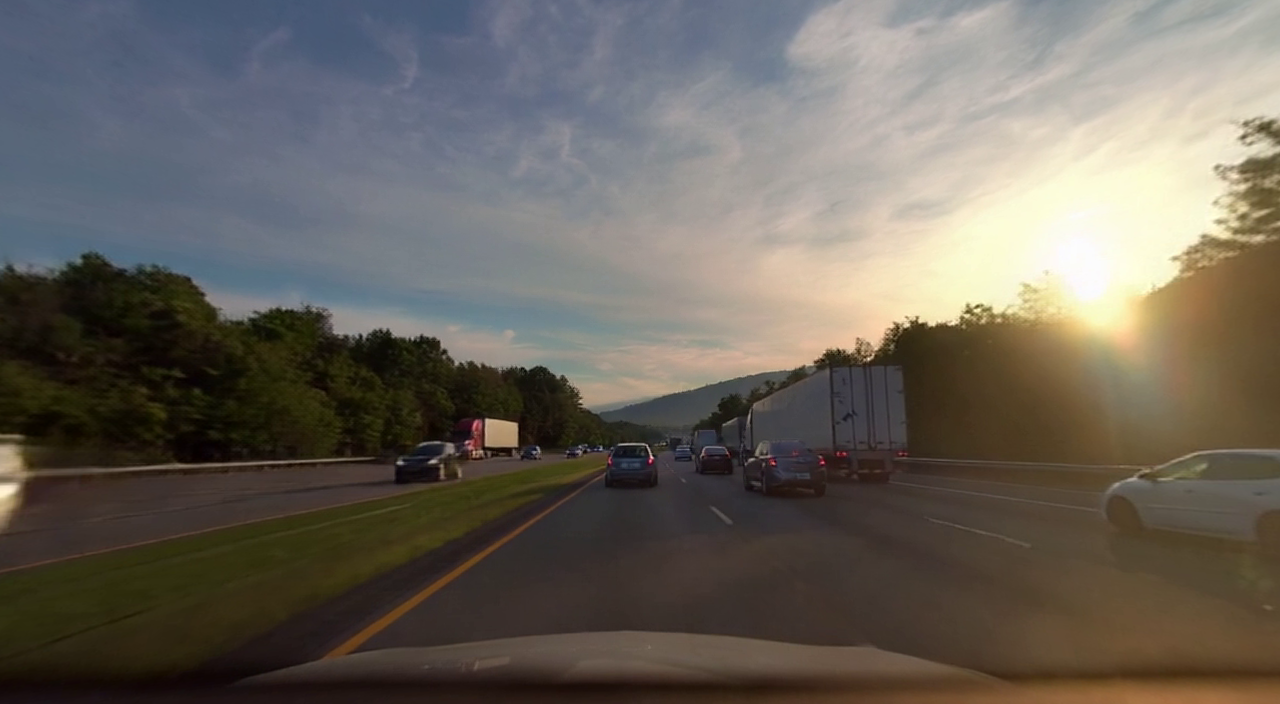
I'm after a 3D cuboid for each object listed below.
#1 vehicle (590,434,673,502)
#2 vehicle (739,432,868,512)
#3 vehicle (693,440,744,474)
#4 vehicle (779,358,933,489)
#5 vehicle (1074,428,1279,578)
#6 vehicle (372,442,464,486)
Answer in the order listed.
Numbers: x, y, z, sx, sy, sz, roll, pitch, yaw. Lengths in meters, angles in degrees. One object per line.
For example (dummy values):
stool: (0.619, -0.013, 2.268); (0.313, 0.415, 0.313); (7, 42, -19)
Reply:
vehicle: (-0.169, 3.116, 17.268); (2.023, 1.618, 3.628); (0, -9, 1)
vehicle: (3.617, 2.734, 14.761); (1.920, 1.594, 3.867); (0, -9, 0)
vehicle: (4.111, 5.581, 33.665); (2.150, 1.632, 4.260); (0, -9, 0)
vehicle: (7.645, 2.862, 23.922); (2.823, 4.063, 8.485); (0, -9, 1)
vehicle: (7.318, 1.620, 7.048); (1.951, 1.467, 4.173); (0, -9, 0)
vehicle: (-8.550, 4.344, 24.764); (1.976, 1.549, 4.303); (0, -9, 1)
